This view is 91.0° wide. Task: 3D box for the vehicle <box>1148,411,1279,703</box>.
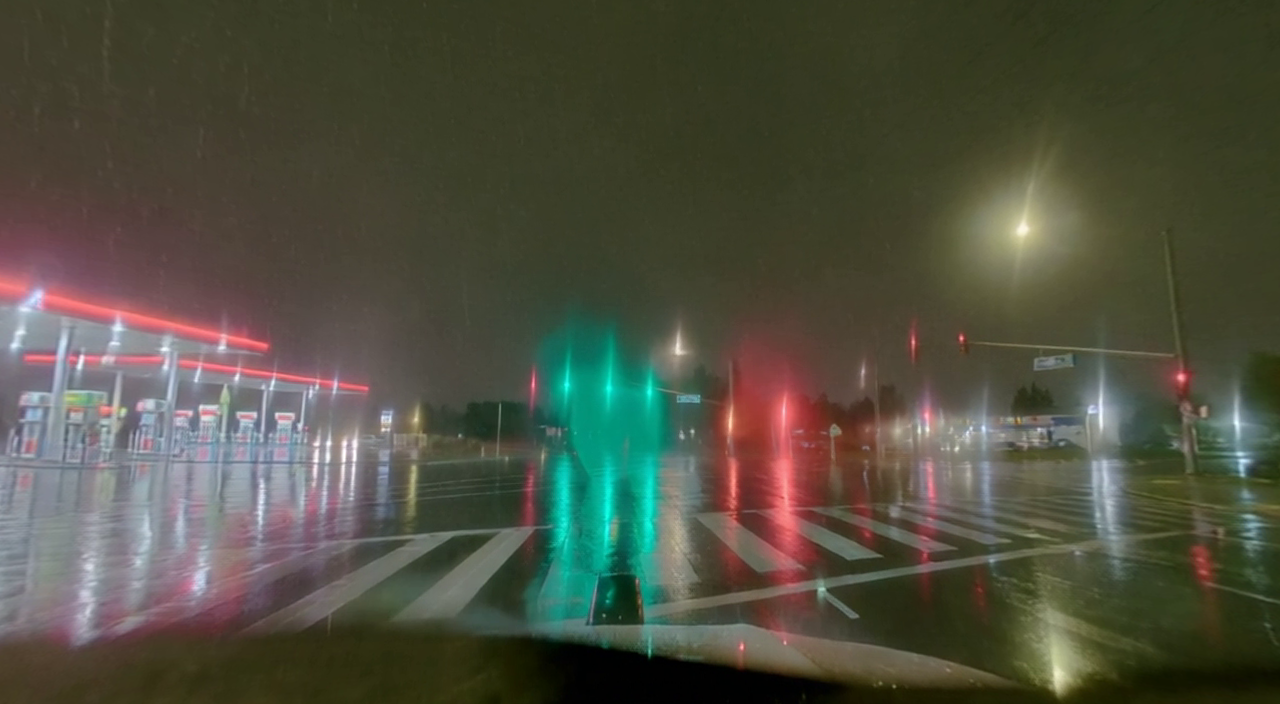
[{"bbox_3d":[3.316,0.680,0.547,2.023,1.437,4.477,0,-9,0],"label":"vehicle"}]
